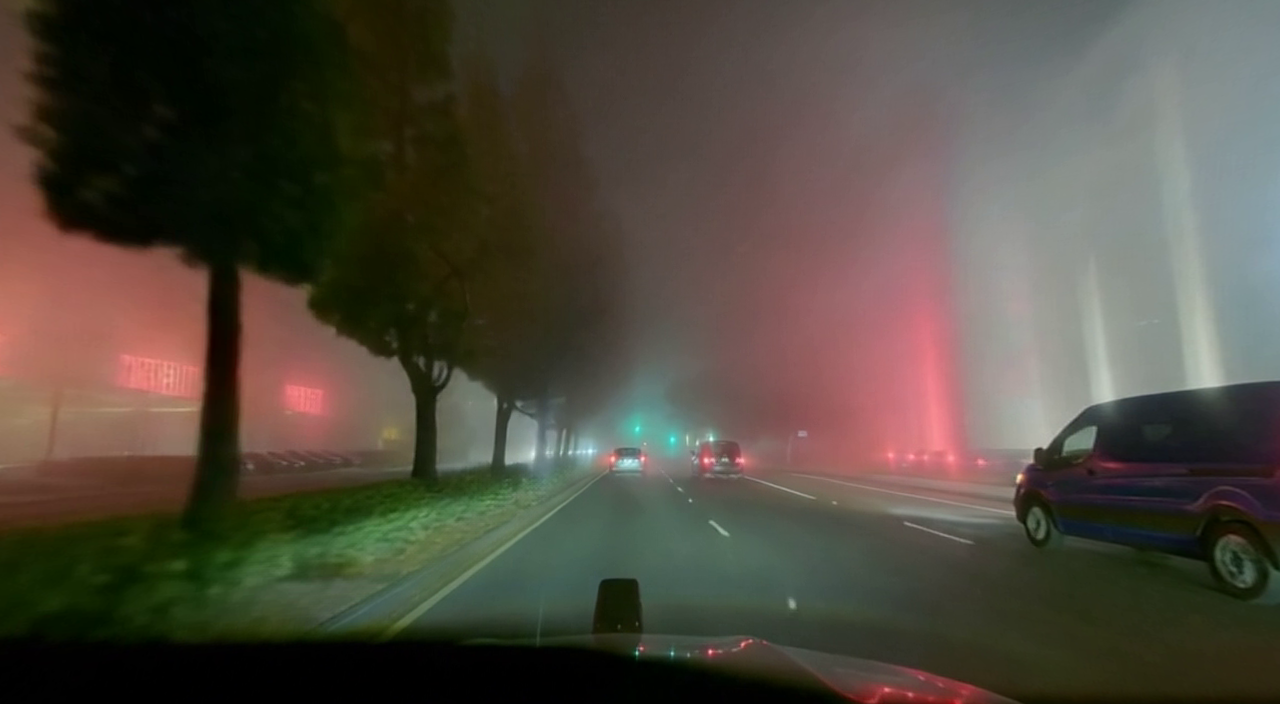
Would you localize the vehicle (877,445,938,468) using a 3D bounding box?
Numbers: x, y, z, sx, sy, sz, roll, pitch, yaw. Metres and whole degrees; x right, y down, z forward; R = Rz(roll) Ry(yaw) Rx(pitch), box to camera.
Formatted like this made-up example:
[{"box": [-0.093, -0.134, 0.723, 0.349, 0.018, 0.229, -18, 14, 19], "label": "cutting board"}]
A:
[{"box": [18.344, 7.185, 43.586, 2.017, 1.466, 4.733, 0, -8, -3], "label": "vehicle"}]

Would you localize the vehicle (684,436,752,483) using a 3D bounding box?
[{"box": [3.011, 4.290, 25.460, 2.047, 1.711, 4.265, 0, -8, -2], "label": "vehicle"}]

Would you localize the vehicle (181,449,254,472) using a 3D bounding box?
[{"box": [-29.087, 7.441, 43.716, 1.877, 1.455, 4.629, 0, -8, 0], "label": "vehicle"}]

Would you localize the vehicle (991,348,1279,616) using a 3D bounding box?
[{"box": [6.417, 1.219, 6.289, 2.573, 2.127, 5.568, 0, -8, 0], "label": "vehicle"}]

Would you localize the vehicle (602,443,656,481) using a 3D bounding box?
[{"box": [-0.454, 4.605, 26.649, 2.095, 1.456, 3.873, 0, -8, -1], "label": "vehicle"}]
